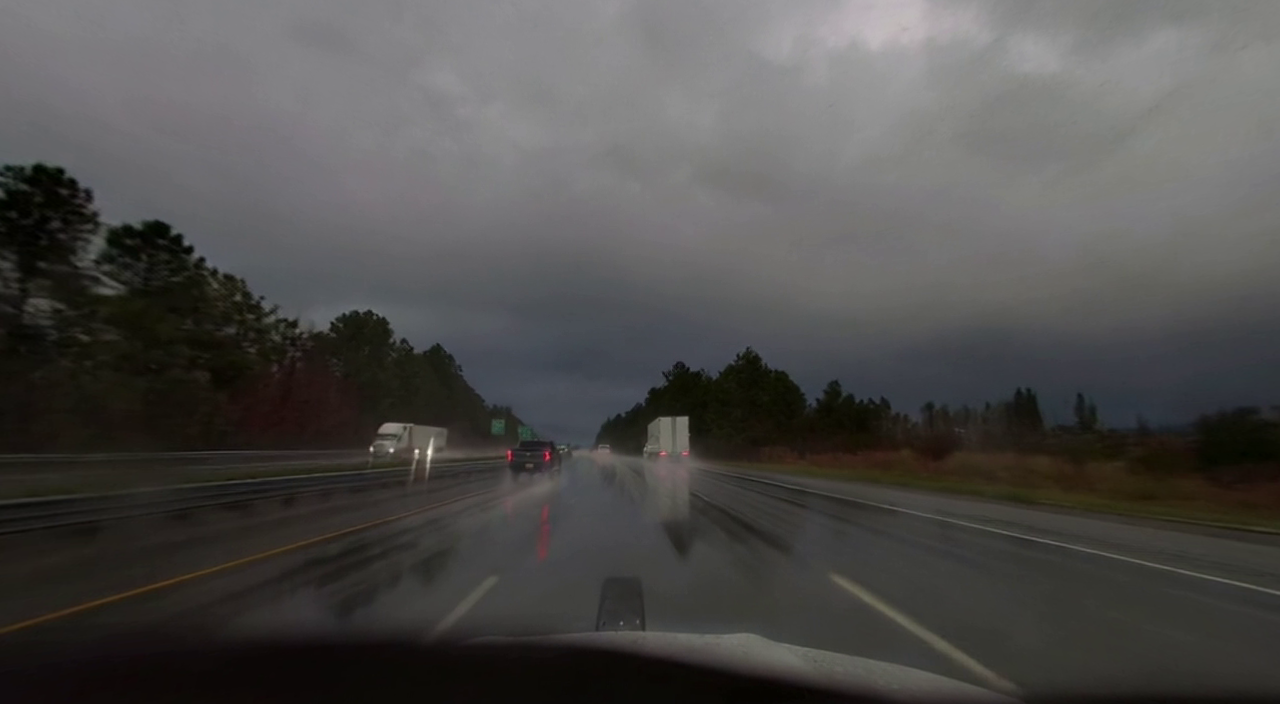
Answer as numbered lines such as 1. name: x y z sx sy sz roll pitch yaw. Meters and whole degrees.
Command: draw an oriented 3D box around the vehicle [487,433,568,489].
1. vehicle: -4.206 4.184 24.479 2.337 1.942 4.984 0 -9 -2
